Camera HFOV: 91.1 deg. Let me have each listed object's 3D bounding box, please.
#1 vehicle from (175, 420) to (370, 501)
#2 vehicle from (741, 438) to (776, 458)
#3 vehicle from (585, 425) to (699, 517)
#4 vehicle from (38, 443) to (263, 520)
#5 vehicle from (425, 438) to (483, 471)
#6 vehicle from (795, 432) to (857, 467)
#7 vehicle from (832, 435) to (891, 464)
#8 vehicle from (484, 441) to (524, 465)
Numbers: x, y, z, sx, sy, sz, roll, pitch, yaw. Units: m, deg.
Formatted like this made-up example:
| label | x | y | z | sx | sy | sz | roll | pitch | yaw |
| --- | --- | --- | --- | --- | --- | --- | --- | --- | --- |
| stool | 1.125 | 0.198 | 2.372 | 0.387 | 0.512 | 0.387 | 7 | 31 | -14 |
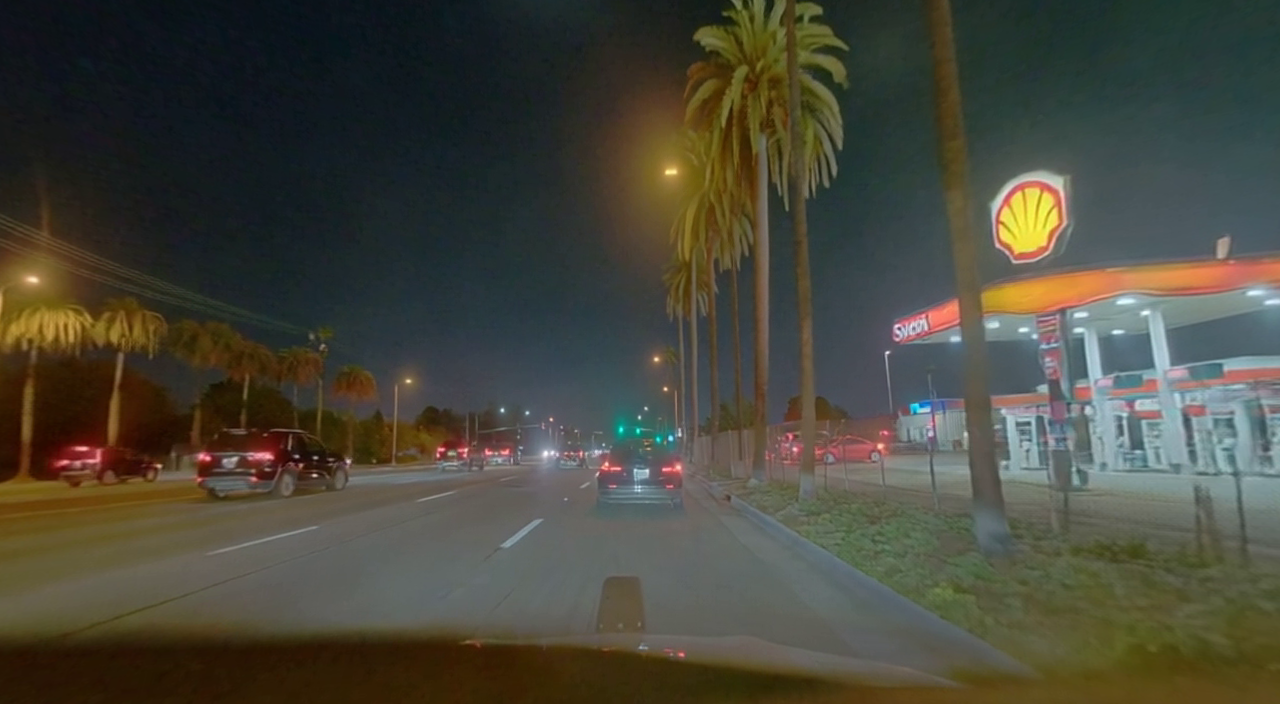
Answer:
| label | x | y | z | sx | sy | sz | roll | pitch | yaw |
| --- | --- | --- | --- | --- | --- | --- | --- | --- | --- |
| vehicle | -10.016 | 3.011 | 17.852 | 2.269 | 1.934 | 5.350 | 0 | -9 | 0 |
| vehicle | 9.130 | 7.441 | 48.779 | 1.929 | 1.496 | 4.245 | 0 | -9 | 0 |
| vehicle | 0.067 | 2.533 | 13.791 | 2.121 | 1.710 | 3.893 | 0 | -9 | 1 |
| vehicle | -10.032 | 2.639 | 13.265 | 1.924 | 1.384 | 3.426 | 0 | -8 | 0 |
| vehicle | -10.588 | 5.851 | 36.055 | 1.965 | 1.743 | 4.327 | 0 | -8 | 1 |
| vehicle | 8.221 | 4.273 | 27.575 | 1.837 | 1.416 | 3.947 | -4 | -10 | 27 |
| vehicle | 12.036 | 5.315 | 34.321 | 1.681 | 1.503 | 3.781 | 1 | -9 | -3 |
| vehicle | -10.471 | 7.808 | 48.768 | 1.998 | 1.731 | 4.952 | 0 | -8 | 0 |
